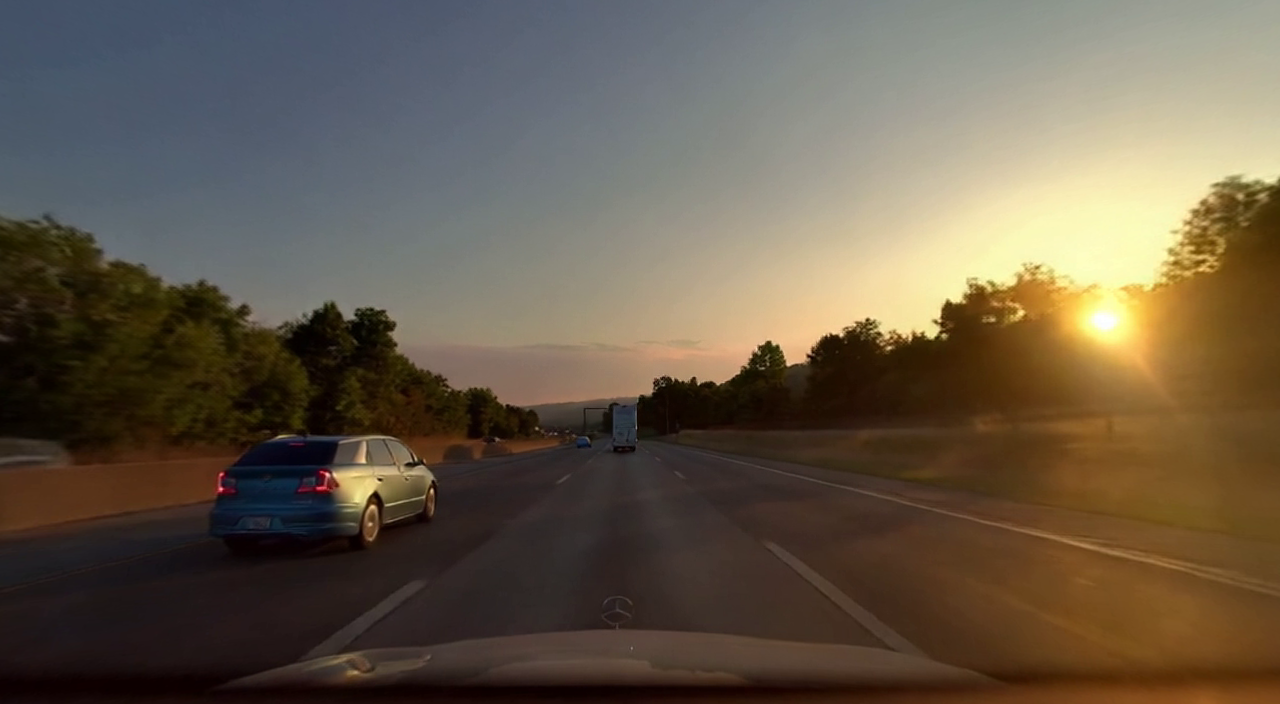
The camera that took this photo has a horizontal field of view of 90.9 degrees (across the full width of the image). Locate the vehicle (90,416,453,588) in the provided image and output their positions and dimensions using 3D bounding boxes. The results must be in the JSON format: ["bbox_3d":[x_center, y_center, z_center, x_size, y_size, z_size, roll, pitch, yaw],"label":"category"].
[{"bbox_3d":[-3.840,1.596,7.615,1.931,1.483,4.105,0,-8,-1],"label":"vehicle"}]

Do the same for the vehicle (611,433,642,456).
[{"bbox_3d":[-0.952,6.872,46.771,2.162,1.616,4.242,0,-8,0],"label":"vehicle"}]
